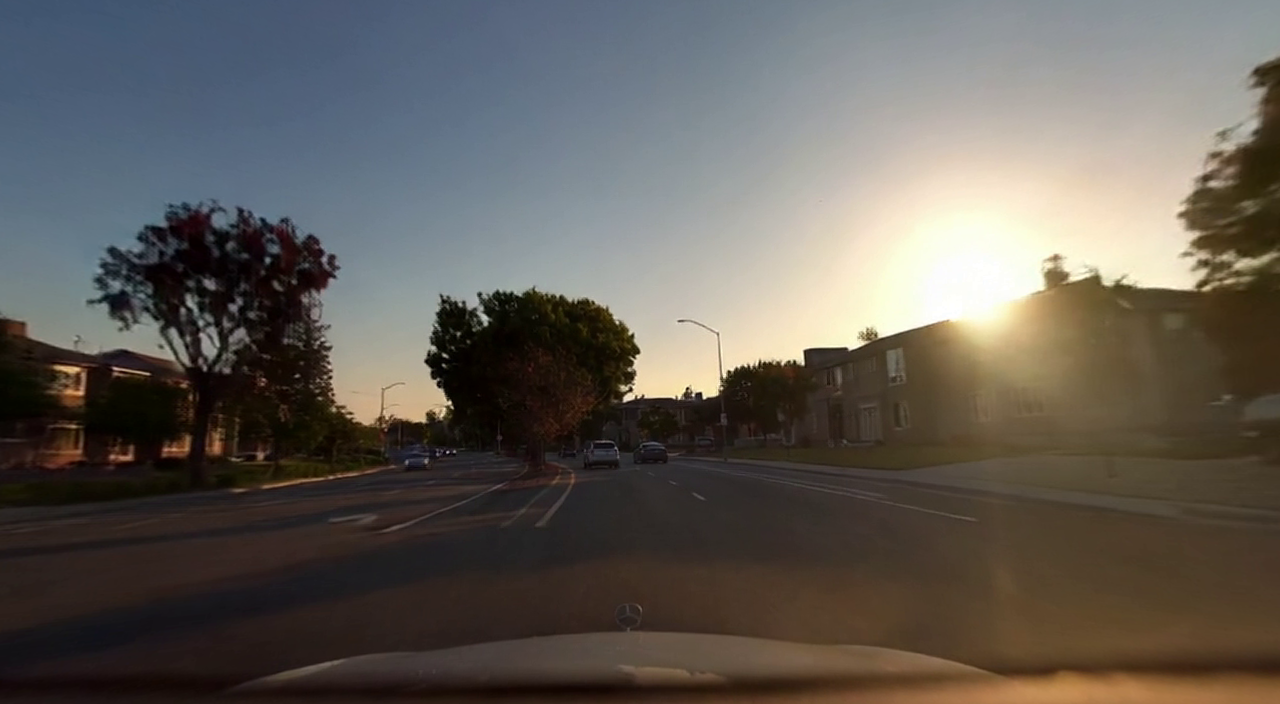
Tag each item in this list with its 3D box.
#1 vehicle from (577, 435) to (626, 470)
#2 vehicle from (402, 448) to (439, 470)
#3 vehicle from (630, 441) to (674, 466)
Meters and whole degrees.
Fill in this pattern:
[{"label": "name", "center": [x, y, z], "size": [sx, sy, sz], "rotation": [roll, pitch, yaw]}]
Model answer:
[{"label": "vehicle", "center": [-2.195, 5.494, 34.478], "size": [2.165, 1.783, 4.391], "rotation": [1, -8, -10]}, {"label": "vehicle", "center": [-16.948, 8.264, 48.724], "size": [1.924, 1.481, 4.727], "rotation": [1, -8, -10]}, {"label": "vehicle", "center": [0.684, 6.520, 40.710], "size": [1.915, 1.495, 4.880], "rotation": [1, -8, -10]}]
